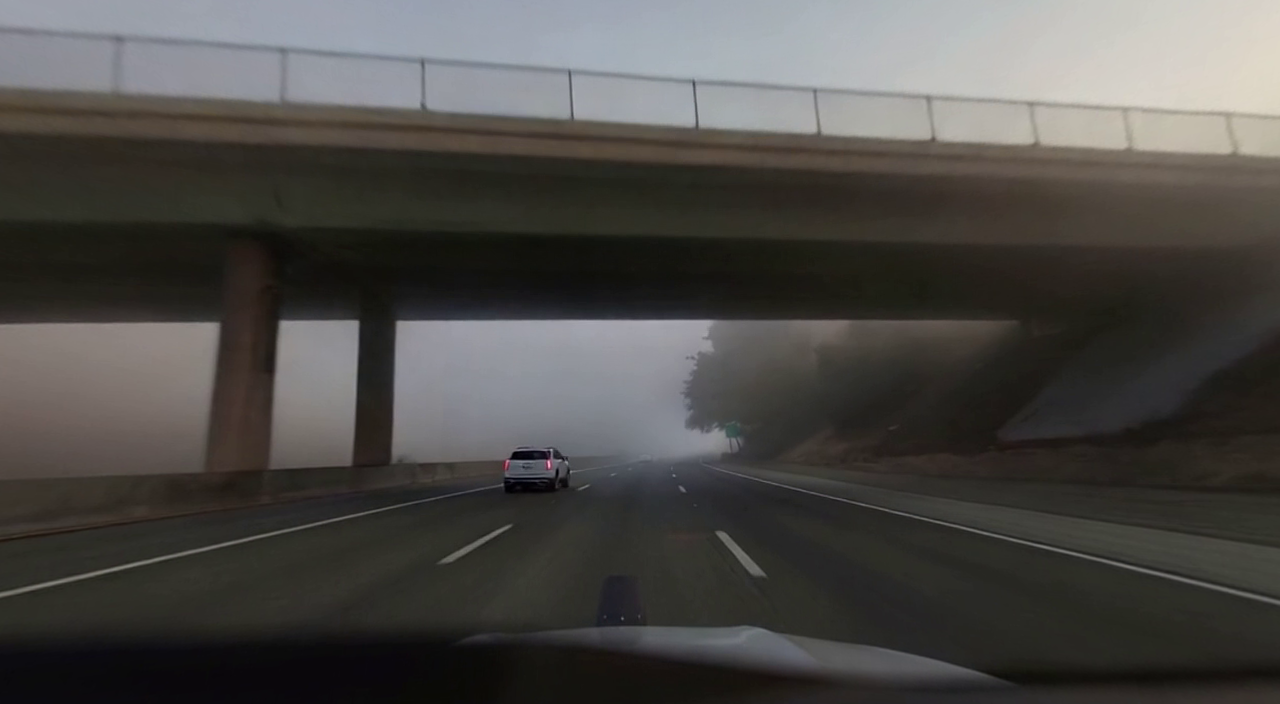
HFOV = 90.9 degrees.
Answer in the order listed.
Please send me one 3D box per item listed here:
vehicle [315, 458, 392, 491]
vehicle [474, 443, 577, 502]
[{"bbox_3d":[-15.674,6.683,34.735,1.994,1.614,4.446,-1,-9,2],"label":"vehicle"},{"bbox_3d":[-3.473,3.777,20.168,2.274,1.628,4.807,-1,-9,2],"label":"vehicle"}]
